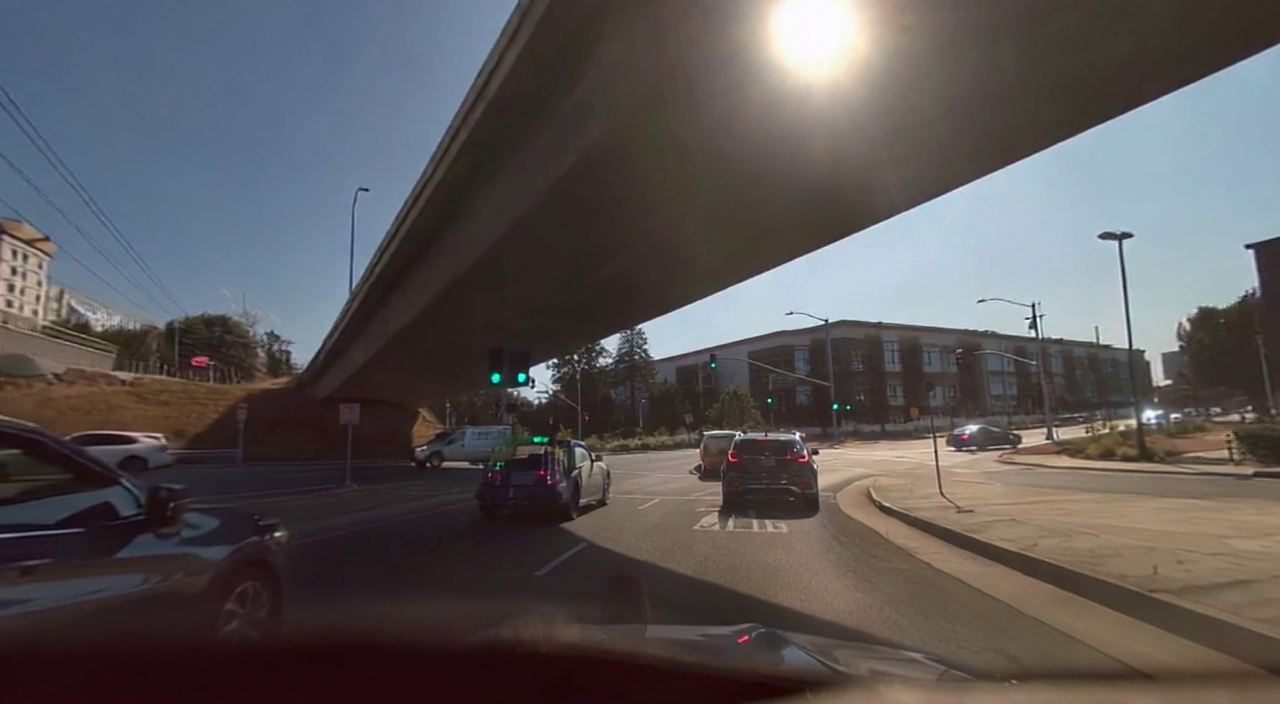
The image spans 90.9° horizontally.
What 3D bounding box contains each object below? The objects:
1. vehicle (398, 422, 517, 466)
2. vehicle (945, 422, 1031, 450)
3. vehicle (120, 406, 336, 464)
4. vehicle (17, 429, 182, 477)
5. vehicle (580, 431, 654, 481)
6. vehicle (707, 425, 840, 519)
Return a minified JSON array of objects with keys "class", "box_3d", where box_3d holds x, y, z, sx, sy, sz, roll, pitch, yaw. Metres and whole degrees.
[{"class":"vehicle","box_3d":[-8.421,4.284,29.306,4.761,1.930,2.175,-2,-9,12]},{"class":"vehicle","box_3d":[21.641,5.246,39.247,4.755,1.623,2.290,4,-9,-26]},{"class":"vehicle","box_3d":[-29.783,6.240,47.164,3.136,3.659,13.988,-4,-9,23]},{"class":"vehicle","box_3d":[-22.730,4.270,26.815,4.827,1.885,2.008,4,-9,-25]},{"class":"vehicle","box_3d":[-0.662,3.563,21.940,2.214,1.519,4.704,-1,-8,2]},{"class":"vehicle","box_3d":[2.574,2.357,12.980,2.195,1.571,4.353,-1,-8,8]}]
